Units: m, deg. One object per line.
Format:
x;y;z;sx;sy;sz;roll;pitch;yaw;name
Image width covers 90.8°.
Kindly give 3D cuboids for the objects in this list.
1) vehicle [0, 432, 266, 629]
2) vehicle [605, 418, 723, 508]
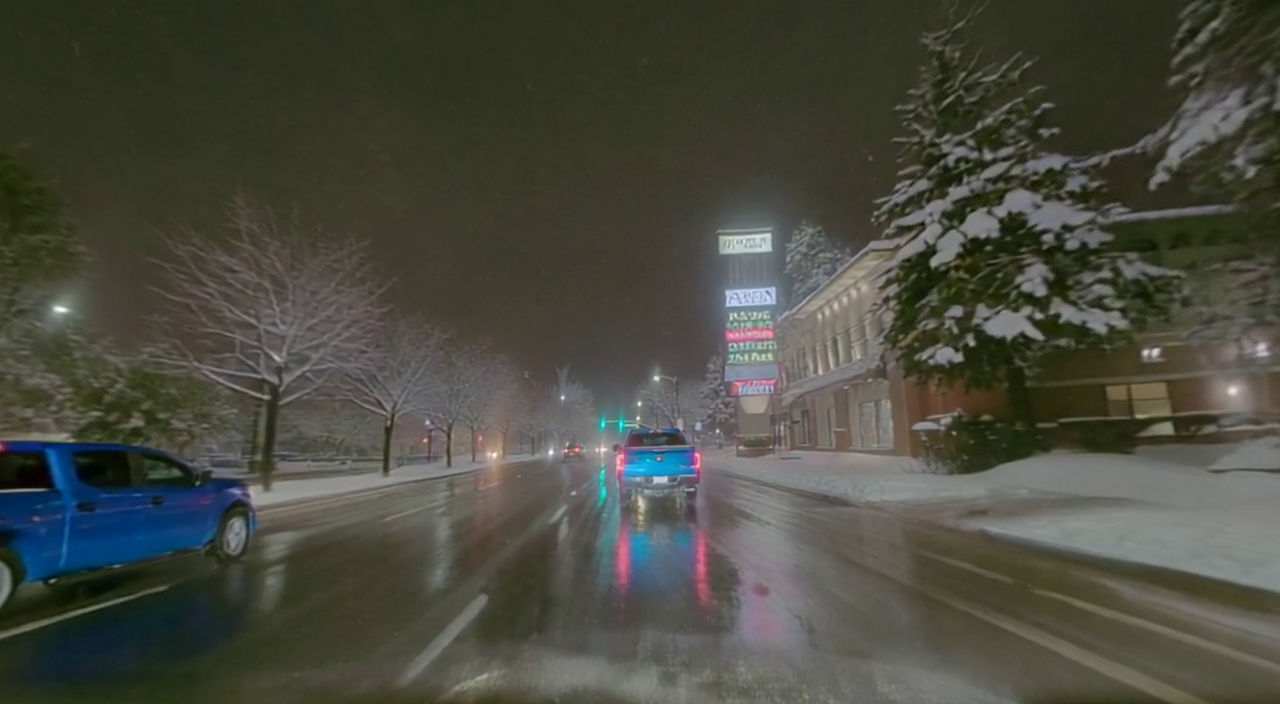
-5.645;1.459;5.636;1.888;1.424;4.553;0;-8;-1;vehicle
0.408;2.868;16.816;2.590;1.932;5.776;0;-9;-2;vehicle
